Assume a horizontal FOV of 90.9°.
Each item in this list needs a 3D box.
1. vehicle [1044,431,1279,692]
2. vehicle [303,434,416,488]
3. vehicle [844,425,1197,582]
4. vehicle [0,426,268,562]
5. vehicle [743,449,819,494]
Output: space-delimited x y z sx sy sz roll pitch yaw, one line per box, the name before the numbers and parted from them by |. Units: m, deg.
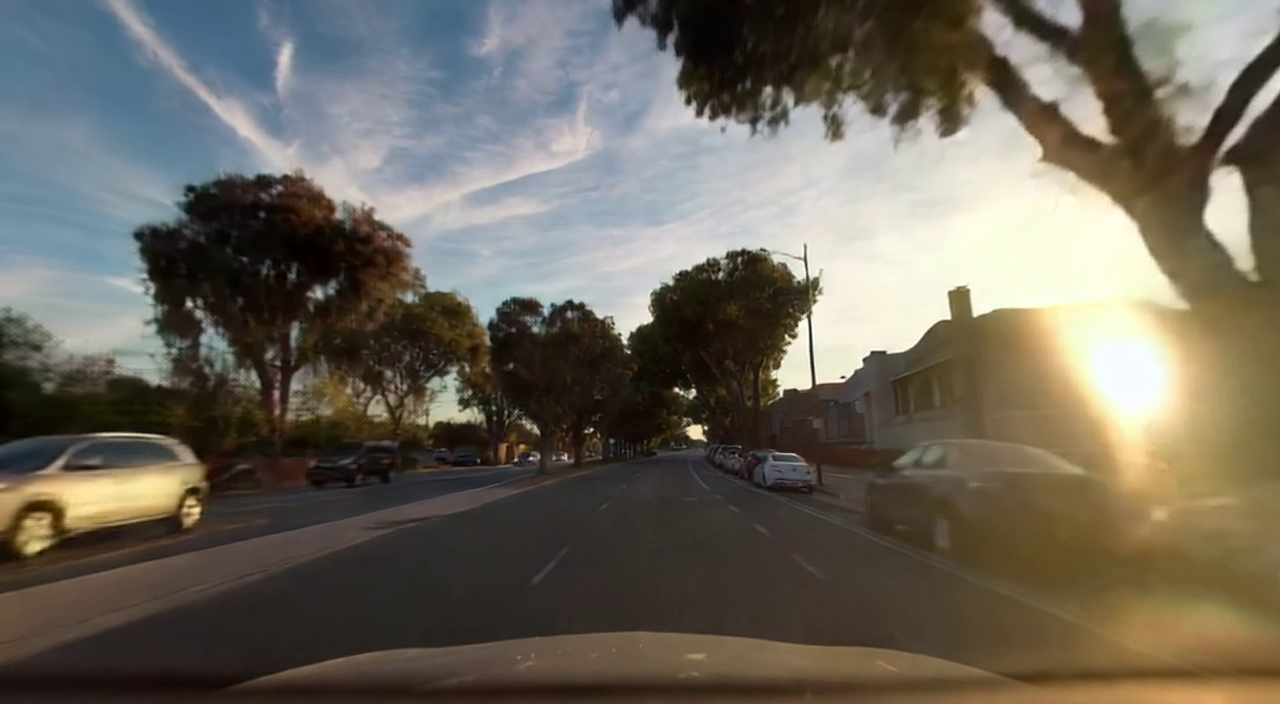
vehicle | 4.524 1.119 3.152 1.853 1.457 4.967 -1 -8 2
vehicle | -12.495 4.882 28.635 2.469 2.157 5.373 -1 -8 3
vehicle | 4.792 1.947 9.049 2.128 1.635 4.602 0 -8 -1
vehicle | -8.646 2.154 10.435 2.331 1.696 4.861 0 -8 -5
vehicle | 4.960 4.247 22.857 1.833 1.399 4.727 -1 -8 2
